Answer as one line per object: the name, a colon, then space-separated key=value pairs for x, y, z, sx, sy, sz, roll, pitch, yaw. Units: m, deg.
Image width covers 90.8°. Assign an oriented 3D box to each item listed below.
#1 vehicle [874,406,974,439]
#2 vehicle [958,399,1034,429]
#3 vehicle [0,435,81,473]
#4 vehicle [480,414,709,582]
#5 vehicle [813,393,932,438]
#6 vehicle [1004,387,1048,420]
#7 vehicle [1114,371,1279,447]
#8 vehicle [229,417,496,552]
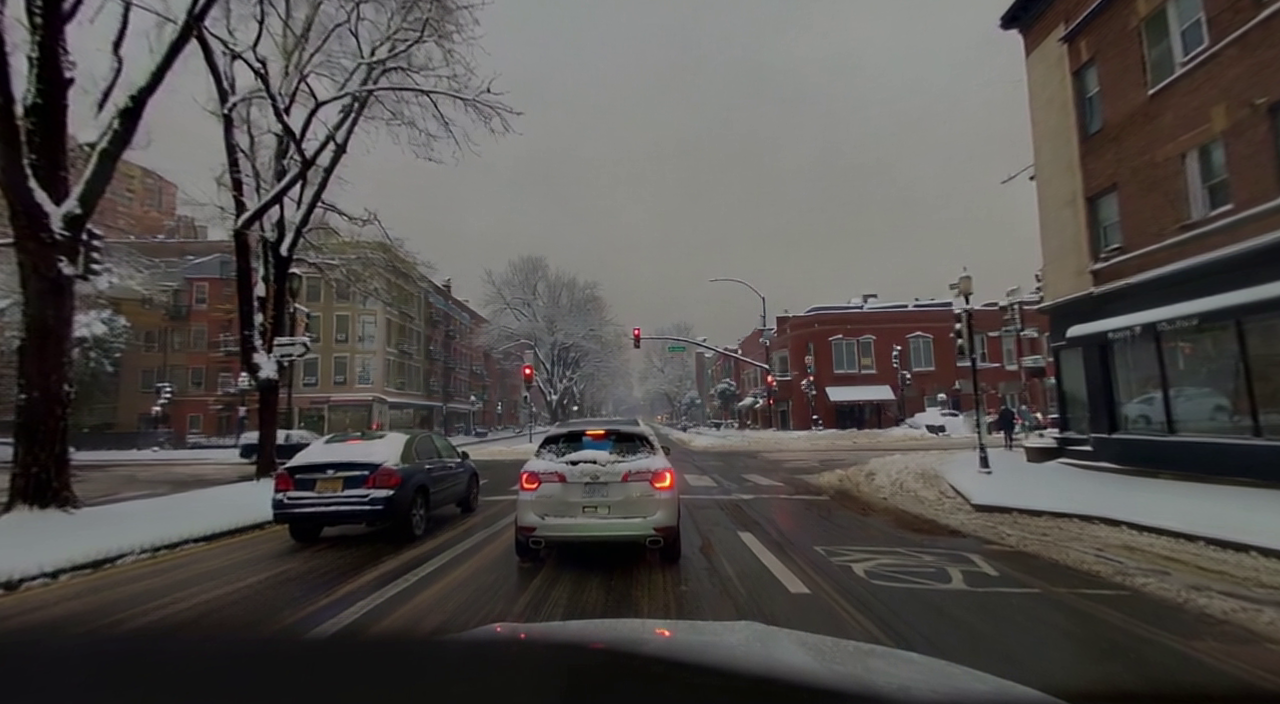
vehicle: x=15.112 y=3.800 z=33.625 sx=4.775 sy=1.604 sz=1.915 roll=3 pitch=-9 yaw=-20
vehicle: x=21.161 y=3.740 z=37.482 sx=5.017 sy=1.542 sz=2.055 roll=7 pitch=-11 yaw=-38
vehicle: x=-32.418 y=5.328 z=33.033 sx=4.280 sy=1.857 sz=2.136 roll=0 pitch=-8 yaw=1
vehicle: x=-0.428 y=1.622 z=7.790 sx=2.082 sy=1.520 sz=3.896 roll=0 pitch=-8 yaw=0
vehicle: x=13.784 y=3.849 z=37.493 sx=6.541 sy=2.480 sz=2.259 roll=3 pitch=-9 yaw=-19
vehicle: x=27.041 y=3.661 z=44.156 sx=2.152 sy=1.993 sz=5.078 roll=-6 pitch=-10 yaw=34
vehicle: x=21.692 y=2.220 z=23.985 sx=5.756 sy=2.653 sz=2.403 roll=1 pitch=-9 yaw=-11
vehicle: x=-3.696 y=1.852 z=9.519 sx=1.934 sy=1.522 sz=4.464 roll=0 pitch=-8 yaw=1
